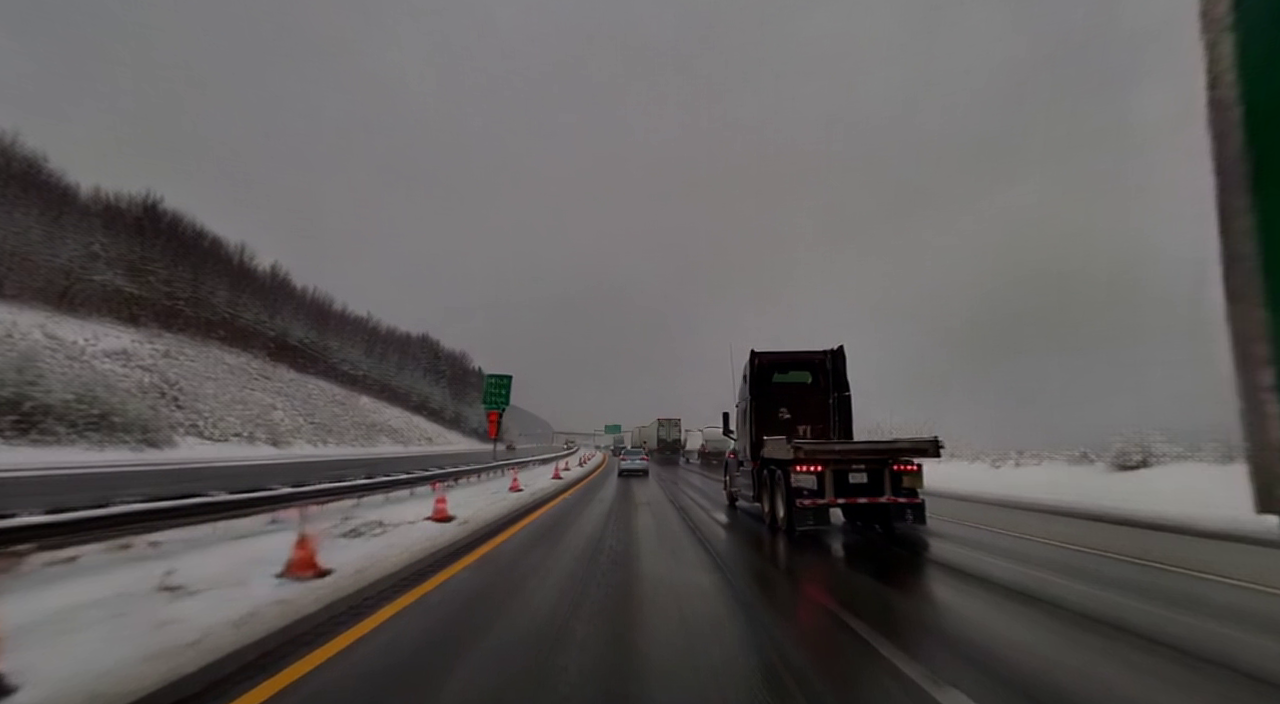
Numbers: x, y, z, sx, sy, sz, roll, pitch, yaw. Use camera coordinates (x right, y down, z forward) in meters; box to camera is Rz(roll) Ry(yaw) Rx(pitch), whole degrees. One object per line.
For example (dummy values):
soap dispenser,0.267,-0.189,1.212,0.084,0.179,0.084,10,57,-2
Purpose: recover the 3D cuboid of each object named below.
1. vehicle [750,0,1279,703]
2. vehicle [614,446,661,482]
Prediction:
vehicle,3.602,0.176,5.321,2.874,4.065,14.243,0,-9,0
vehicle,-0.122,4.950,28.065,1.927,1.437,3.794,0,-9,-1
